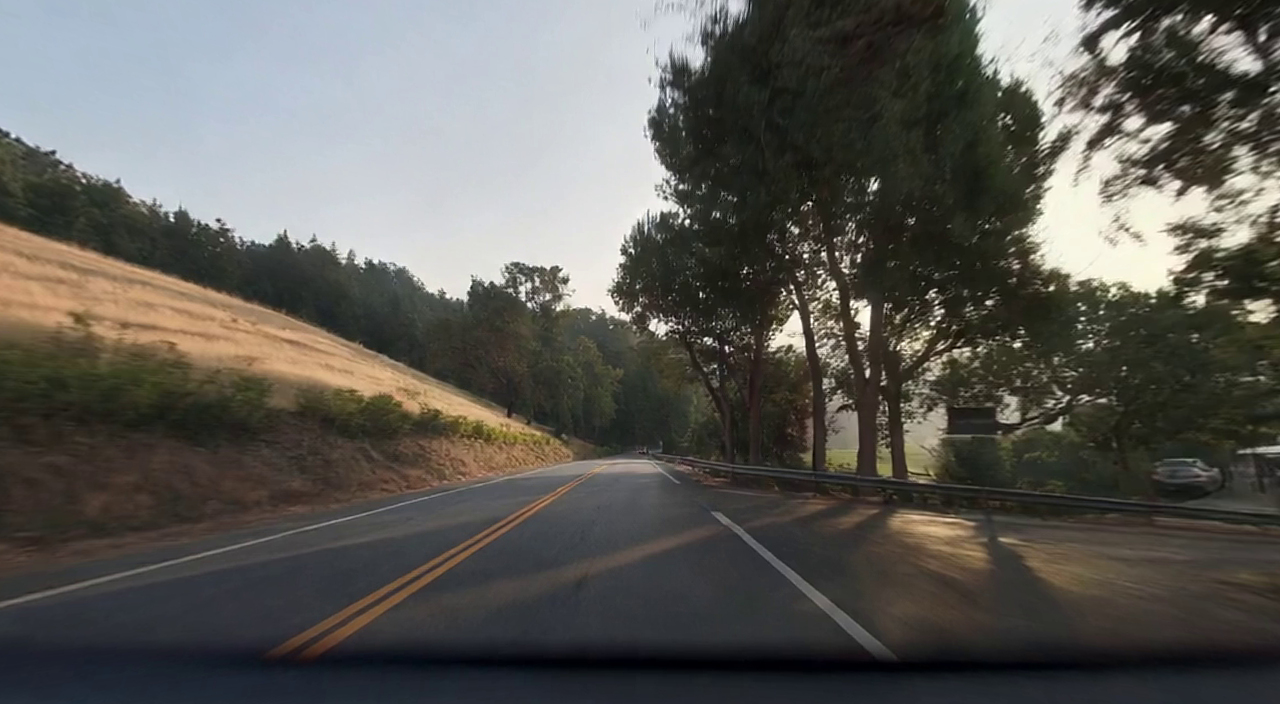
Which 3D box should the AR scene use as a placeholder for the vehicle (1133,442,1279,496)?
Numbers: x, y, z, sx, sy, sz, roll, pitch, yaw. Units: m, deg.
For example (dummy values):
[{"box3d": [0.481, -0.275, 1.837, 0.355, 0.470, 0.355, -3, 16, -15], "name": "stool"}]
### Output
[{"box3d": [35.331, 7.174, 39.101, 7.025, 2.942, 2.463, -1, -7, 15], "name": "vehicle"}]
